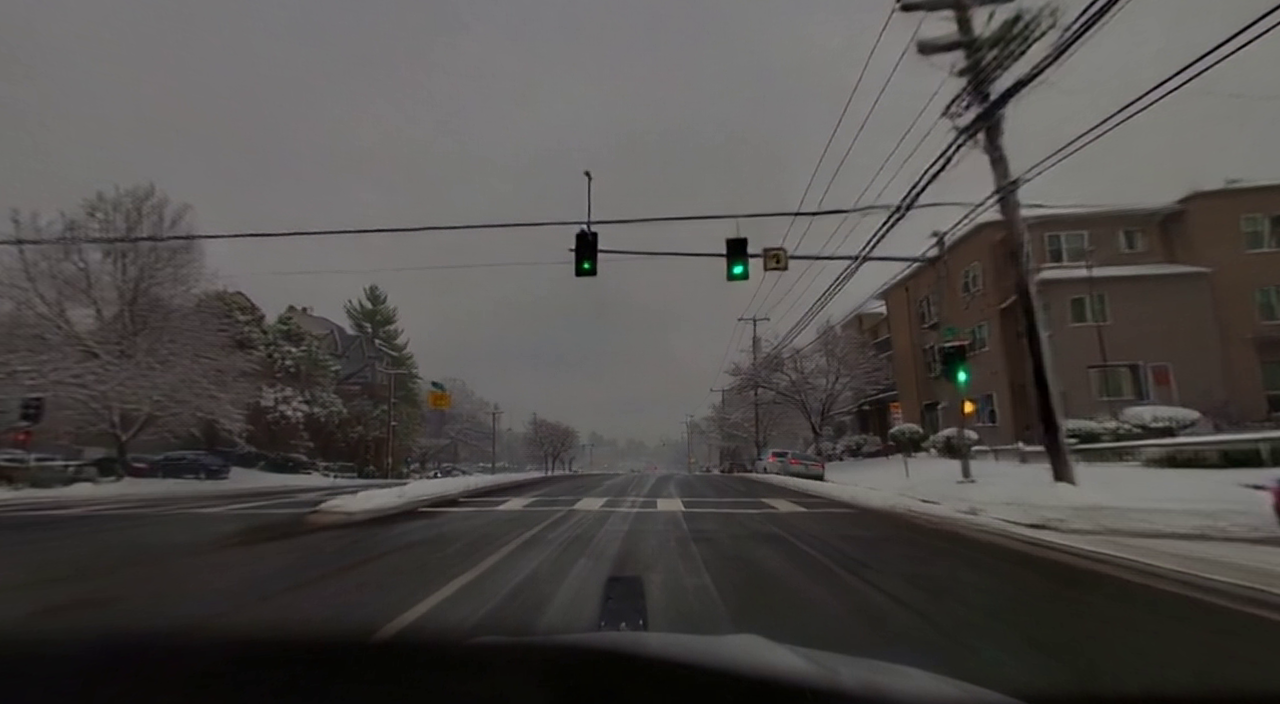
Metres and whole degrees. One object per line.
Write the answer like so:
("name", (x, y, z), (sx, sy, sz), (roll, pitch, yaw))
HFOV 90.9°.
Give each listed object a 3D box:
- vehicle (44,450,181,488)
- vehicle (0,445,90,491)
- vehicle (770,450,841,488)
("vehicle", (-28.845, 6.397, 34.625), (5.409, 1.929, 2.410), (-1, -8, 2))
("vehicle", (-28.640, 5.400, 29.464), (1.974, 1.961, 4.570), (-1, -9, -5))
("vehicle", (7.317, 5.196, 28.386), (1.875, 1.481, 4.434), (0, -8, -1))
